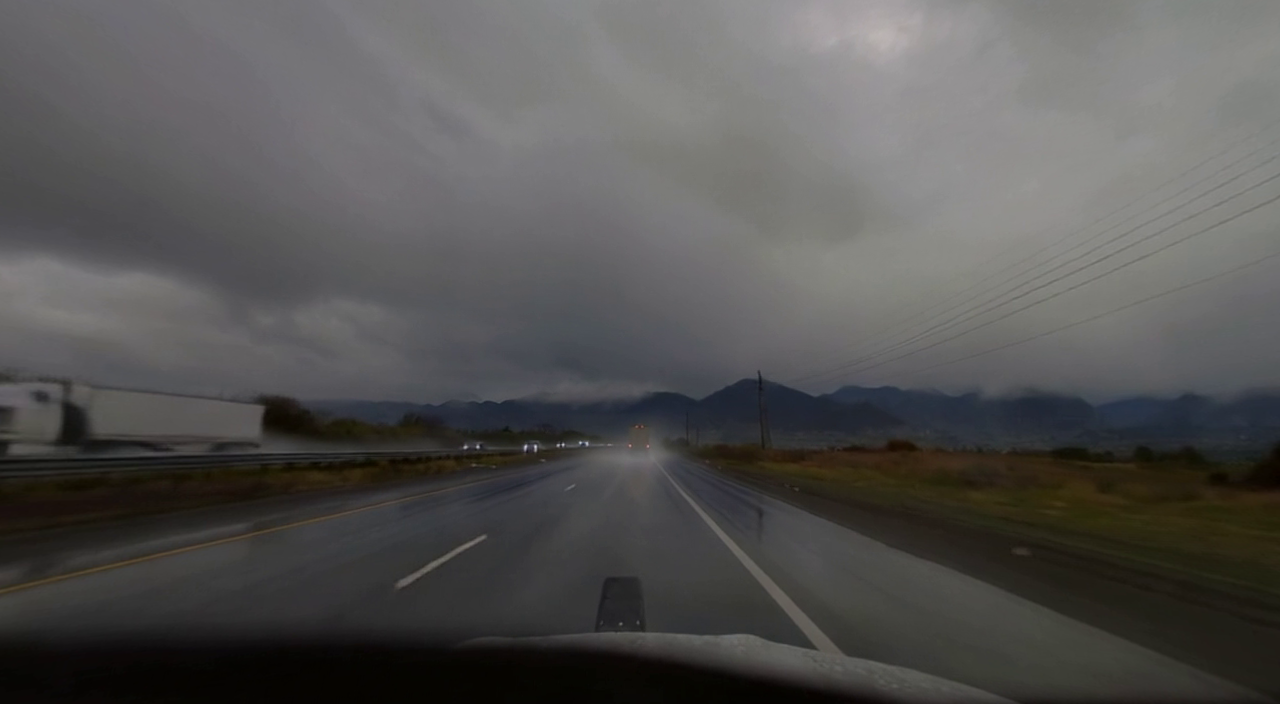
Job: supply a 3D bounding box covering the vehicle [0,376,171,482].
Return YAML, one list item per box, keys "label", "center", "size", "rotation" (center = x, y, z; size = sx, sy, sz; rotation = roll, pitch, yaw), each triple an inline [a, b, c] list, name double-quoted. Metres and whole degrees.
- label: "vehicle"
  center: [-25.174, 3.431, 27.292]
  size: [2.889, 3.867, 8.576]
  rotation: [0, -9, 0]

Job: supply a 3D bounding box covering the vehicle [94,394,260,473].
- label: "vehicle"
  center: [-25.149, 4.605, 34.966]
  size: [2.898, 3.850, 8.138]
  rotation: [0, -9, 0]
